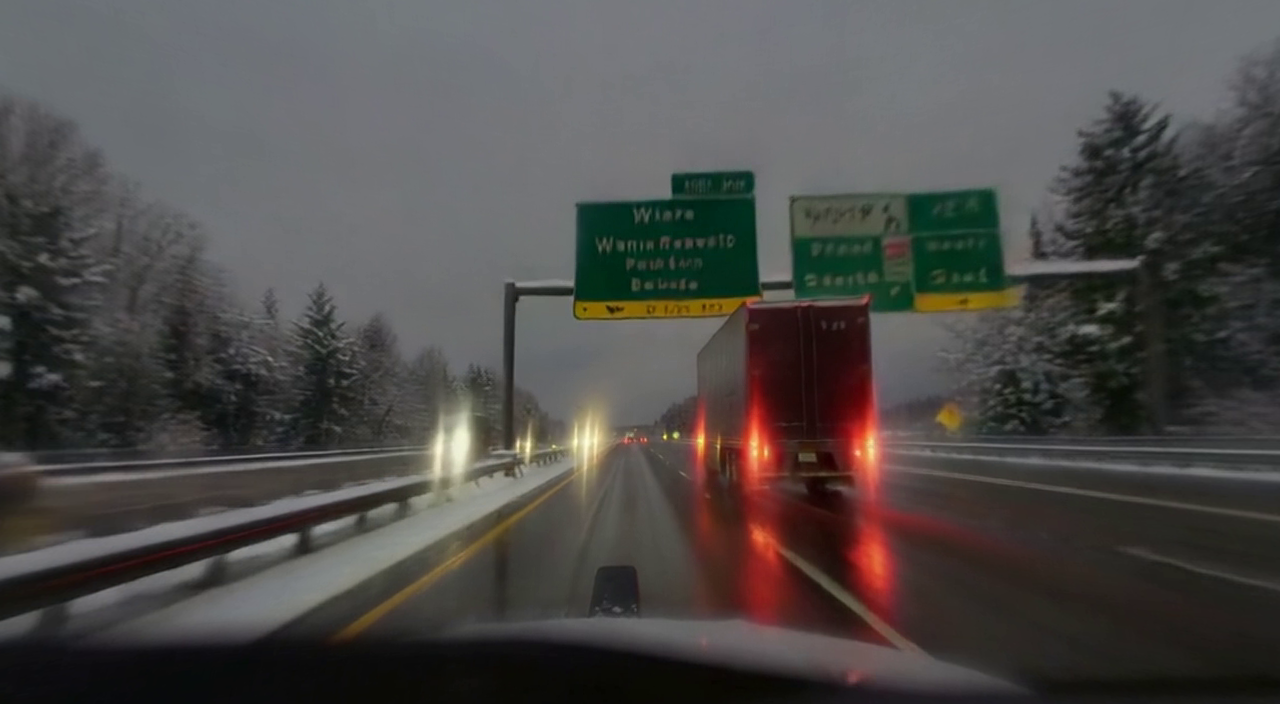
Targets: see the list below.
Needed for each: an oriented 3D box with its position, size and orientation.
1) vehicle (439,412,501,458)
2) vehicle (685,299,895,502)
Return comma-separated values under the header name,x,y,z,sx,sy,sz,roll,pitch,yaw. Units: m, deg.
name,x,y,z,sx,sy,sz,roll,pitch,yaw
vehicle,-13.116,6.502,49.366,2.697,3.310,7.825,0,-7,-1
vehicle,3.399,1.781,19.087,2.954,3.995,13.335,0,-7,-1
